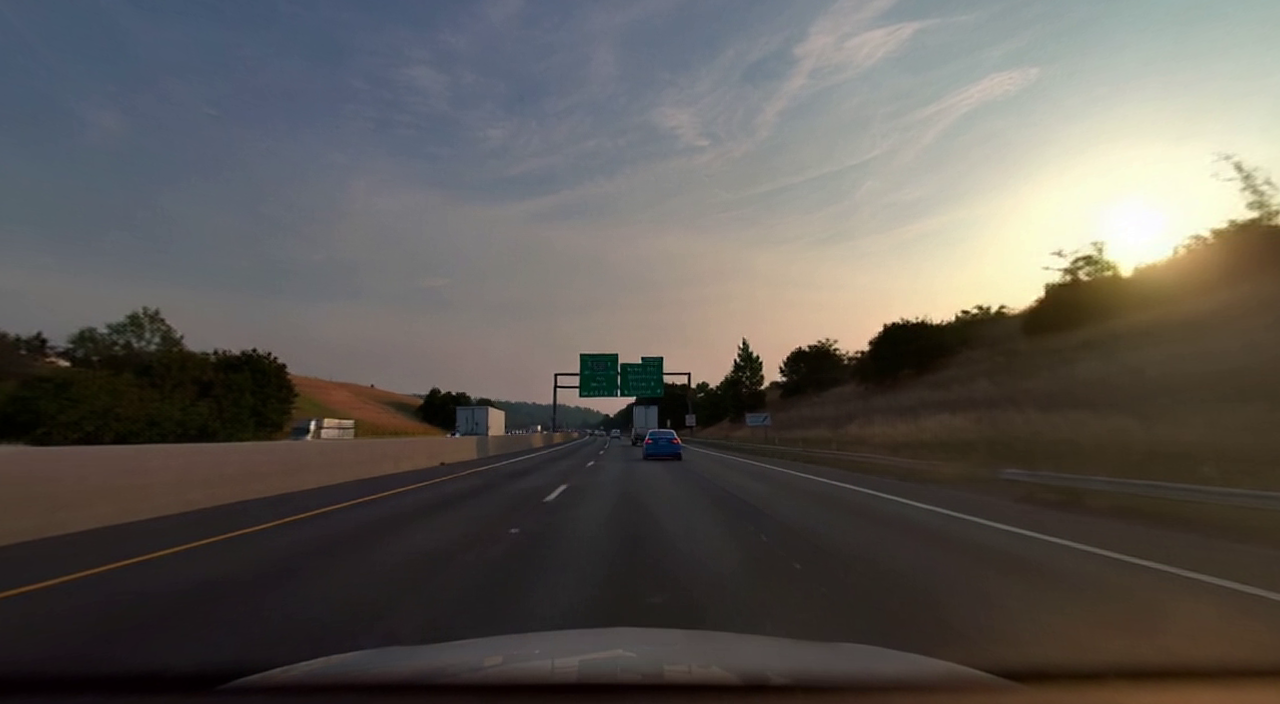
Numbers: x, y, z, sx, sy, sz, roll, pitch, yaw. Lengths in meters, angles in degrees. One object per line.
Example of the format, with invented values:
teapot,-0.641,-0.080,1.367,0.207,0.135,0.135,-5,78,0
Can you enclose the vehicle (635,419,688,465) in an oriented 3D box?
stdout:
vehicle,0.886,4.044,28.440,2.076,1.914,4.287,0,-8,-2
